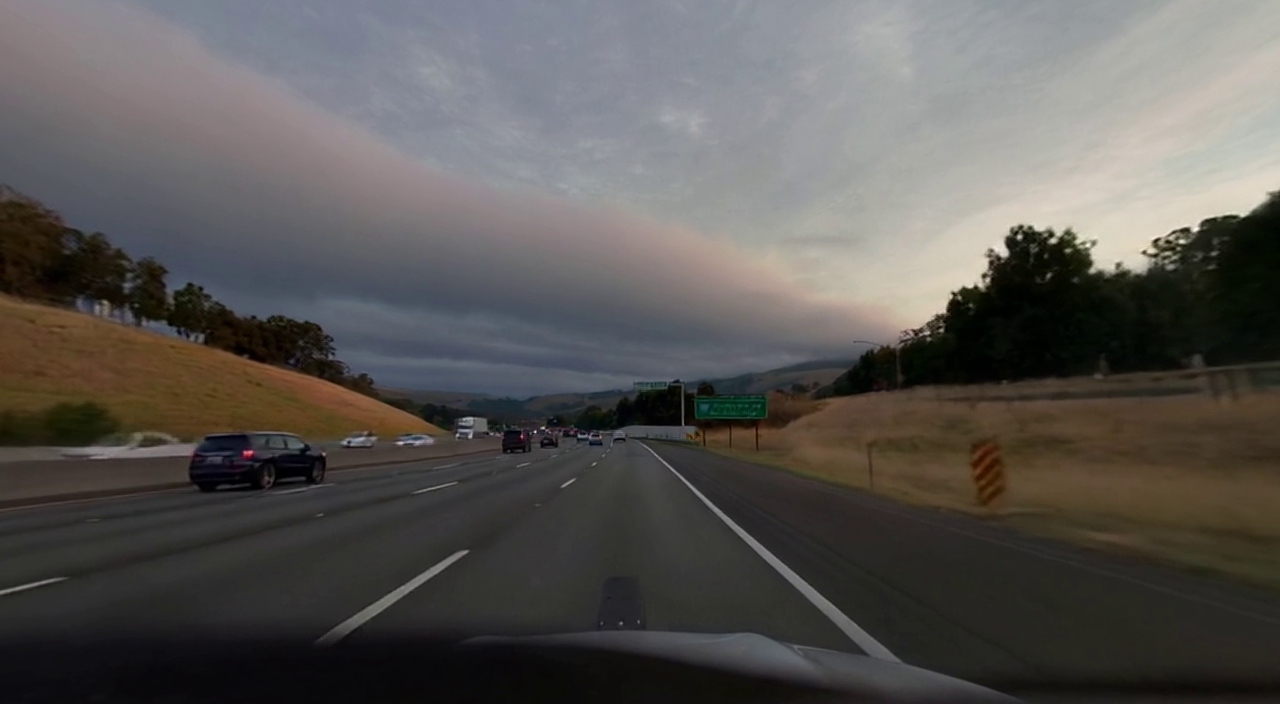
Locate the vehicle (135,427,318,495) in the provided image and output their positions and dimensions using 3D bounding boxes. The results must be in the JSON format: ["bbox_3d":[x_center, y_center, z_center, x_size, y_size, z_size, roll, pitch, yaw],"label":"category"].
[{"bbox_3d":[-11.231,2.979,17.575,2.001,1.625,4.528,0,-8,0],"label":"vehicle"}]

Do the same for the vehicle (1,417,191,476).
[{"bbox_3d":[-18.427,3.240,21.709,2.086,1.767,4.966,0,-8,0],"label":"vehicle"}]
